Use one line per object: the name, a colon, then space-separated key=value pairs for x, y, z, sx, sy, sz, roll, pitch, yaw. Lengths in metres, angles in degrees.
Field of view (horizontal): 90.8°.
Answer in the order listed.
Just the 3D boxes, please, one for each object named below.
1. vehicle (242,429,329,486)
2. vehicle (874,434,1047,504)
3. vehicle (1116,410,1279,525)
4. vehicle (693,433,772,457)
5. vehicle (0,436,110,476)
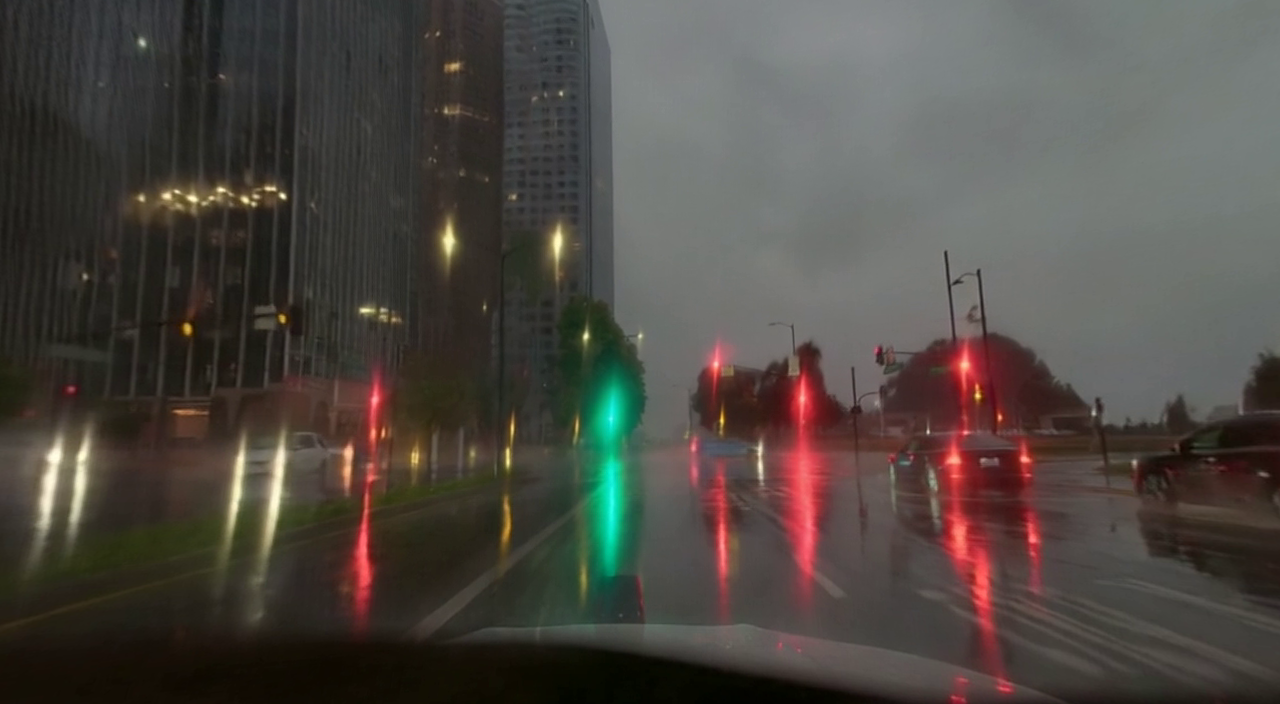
vehicle: x=-13.532 y=3.945 z=23.963 sx=2.125 sy=1.910 sz=4.779 roll=6 pitch=-11 yaw=-36
vehicle: x=7.848 y=2.897 z=16.159 sx=1.936 sy=1.489 sz=4.885 roll=-1 pitch=-8 yaw=1
vehicle: x=11.222 y=1.974 z=10.982 sx=2.027 sy=1.810 sz=4.854 roll=0 pitch=-9 yaw=-1
vehicle: x=5.850 y=5.960 z=40.402 sx=4.762 sy=1.420 sz=1.814 roll=0 pitch=-9 yaw=0
vehicle: x=-31.435 y=5.415 z=32.873 sx=5.659 sy=1.967 sz=2.149 roll=0 pitch=-8 yaw=-1
